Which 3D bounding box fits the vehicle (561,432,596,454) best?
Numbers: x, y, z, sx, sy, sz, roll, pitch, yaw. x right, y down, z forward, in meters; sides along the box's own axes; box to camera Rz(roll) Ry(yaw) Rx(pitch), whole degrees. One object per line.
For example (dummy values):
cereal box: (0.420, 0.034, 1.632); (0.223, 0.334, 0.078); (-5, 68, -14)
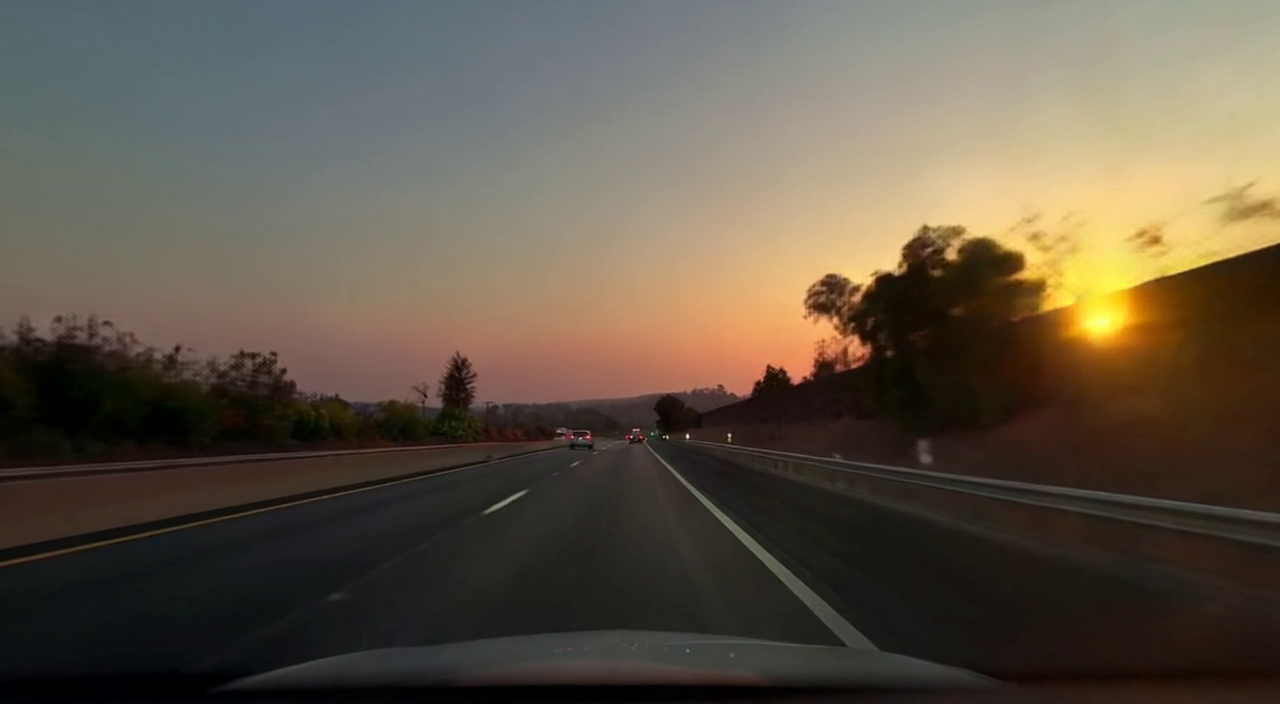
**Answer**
vehicle: (-4.598, 6.907, 47.888); (2.149, 1.532, 4.905); (0, -8, 0)
